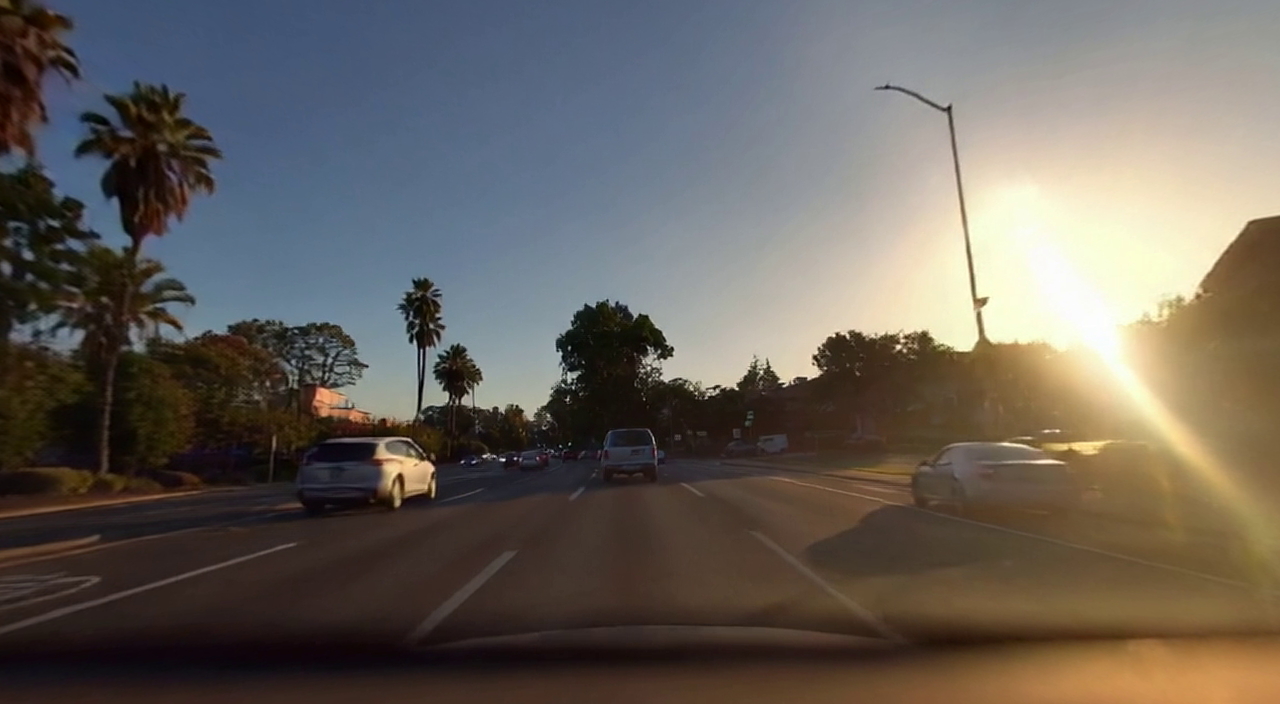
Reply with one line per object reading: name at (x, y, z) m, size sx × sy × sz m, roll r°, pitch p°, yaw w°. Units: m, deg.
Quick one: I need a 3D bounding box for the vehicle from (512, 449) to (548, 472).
vehicle at (-7.952, 7.841, 45.642) m, size 2.016 × 1.576 × 4.215 m, roll 1°, pitch -9°, yaw -3°

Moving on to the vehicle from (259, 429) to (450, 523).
vehicle at (-5.937, 2.634, 13.871) m, size 2.235 × 1.682 × 4.662 m, roll 1°, pitch -9°, yaw -3°

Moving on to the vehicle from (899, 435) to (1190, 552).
vehicle at (6.029, 2.127, 10.274) m, size 2.178 × 1.411 × 4.732 m, roll -1°, pitch -9°, yaw 9°

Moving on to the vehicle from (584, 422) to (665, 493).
vehicle at (-0.701, 3.718, 22.460) m, size 2.507 × 2.161 × 6.049 m, roll 1°, pitch -9°, yaw -4°
